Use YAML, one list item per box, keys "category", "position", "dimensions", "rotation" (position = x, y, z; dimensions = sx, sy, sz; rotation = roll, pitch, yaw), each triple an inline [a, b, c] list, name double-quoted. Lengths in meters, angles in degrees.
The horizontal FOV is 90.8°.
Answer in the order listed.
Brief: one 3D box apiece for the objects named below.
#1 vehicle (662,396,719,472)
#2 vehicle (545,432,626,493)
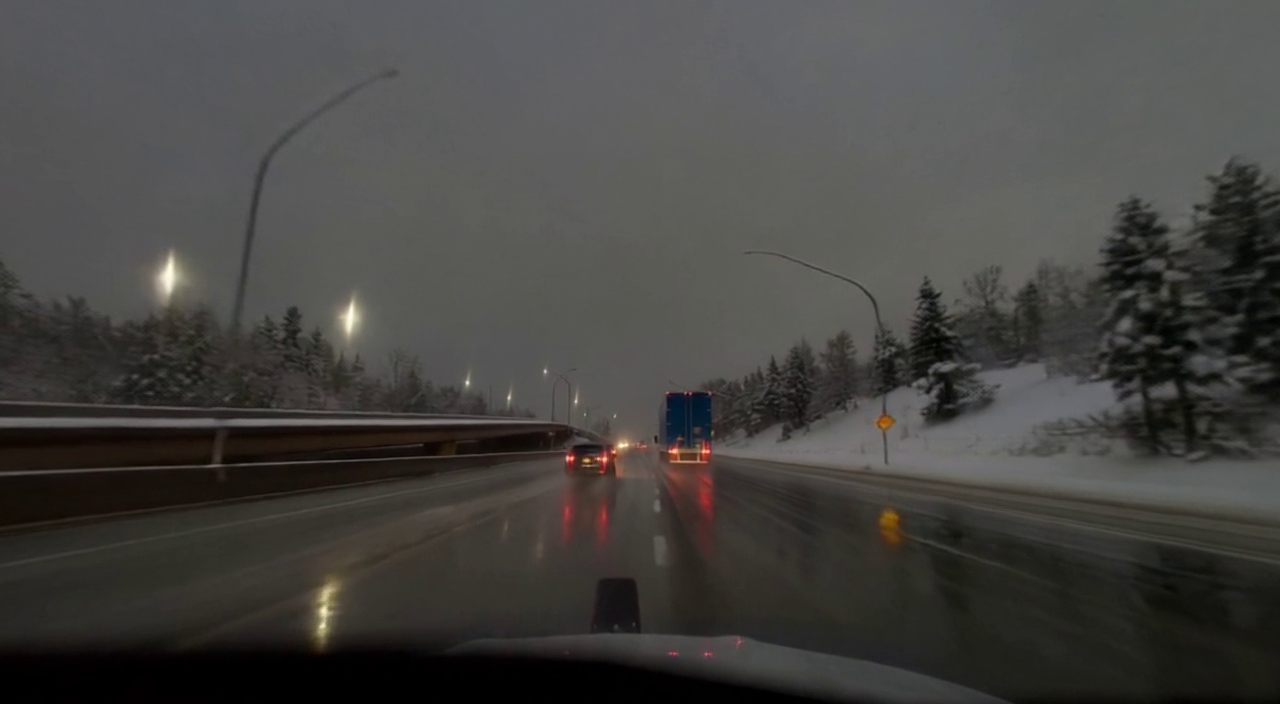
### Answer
- category: "vehicle"
  position: [2.902, 5.181, 39.198]
  dimensions: [2.964, 4.063, 10.072]
  rotation: [0, -9, 2]
- category: "vehicle"
  position: [-1.606, 3.497, 20.267]
  dimensions: [2.077, 1.716, 4.514]
  rotation: [0, -9, 2]
